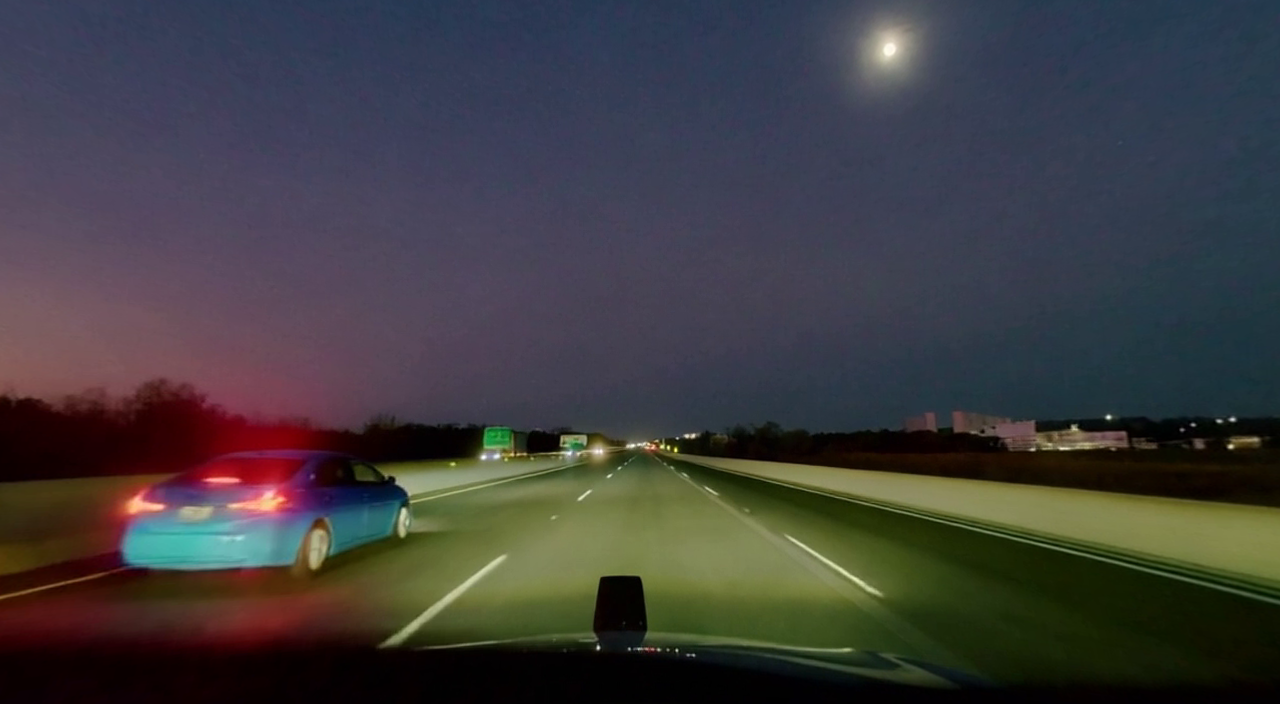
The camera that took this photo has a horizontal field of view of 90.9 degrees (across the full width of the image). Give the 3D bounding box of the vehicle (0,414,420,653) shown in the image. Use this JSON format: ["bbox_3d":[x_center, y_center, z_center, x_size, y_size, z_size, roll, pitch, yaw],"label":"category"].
[{"bbox_3d":[-4.221,1.550,6.502,2.160,1.552,4.592,0,-9,1],"label":"vehicle"}]
